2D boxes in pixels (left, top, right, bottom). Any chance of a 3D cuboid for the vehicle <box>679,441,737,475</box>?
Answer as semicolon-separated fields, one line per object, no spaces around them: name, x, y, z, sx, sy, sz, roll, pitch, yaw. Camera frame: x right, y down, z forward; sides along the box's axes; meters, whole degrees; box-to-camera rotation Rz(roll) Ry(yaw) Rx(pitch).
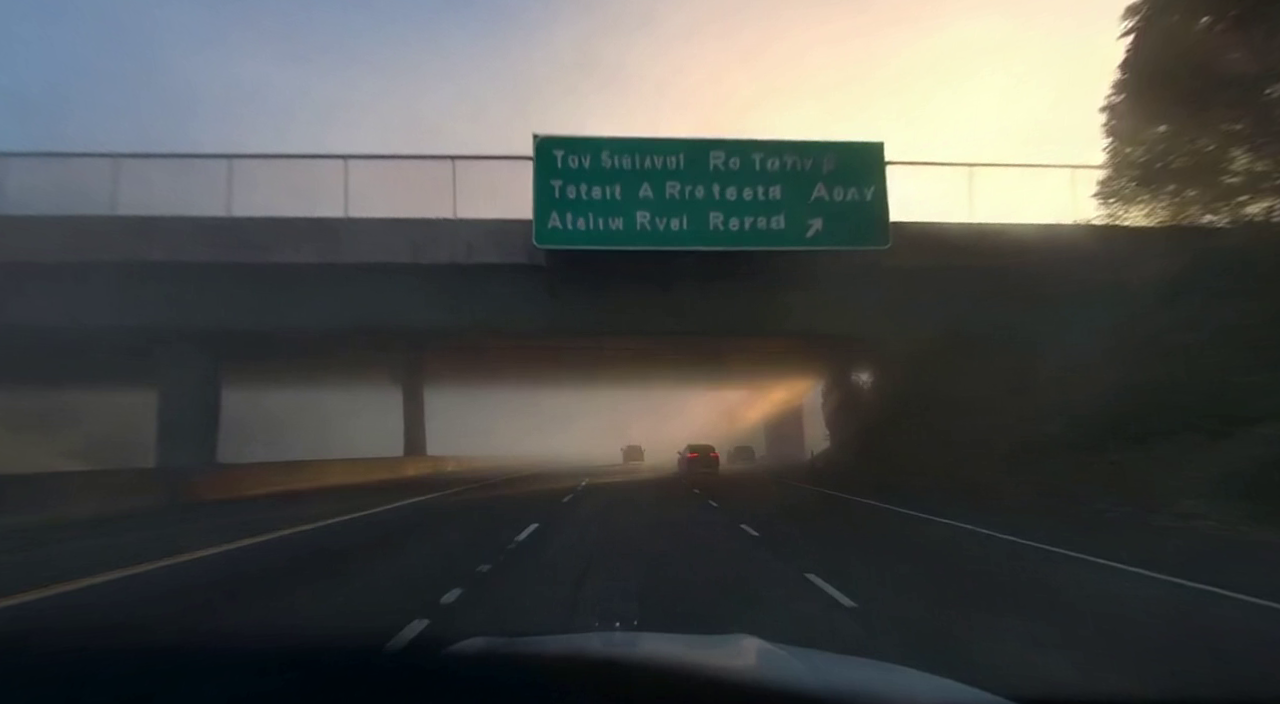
vehicle;3.131;5.015;30.037;2.076;1.472;4.562;0;-9;-2

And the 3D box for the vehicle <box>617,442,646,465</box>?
vehicle;-0.655;7.428;46.475;2.029;1.595;4.207;0;-9;-1

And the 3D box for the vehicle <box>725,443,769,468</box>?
vehicle;6.917;6.712;41.183;1.946;1.497;4.467;0;-9;-2
